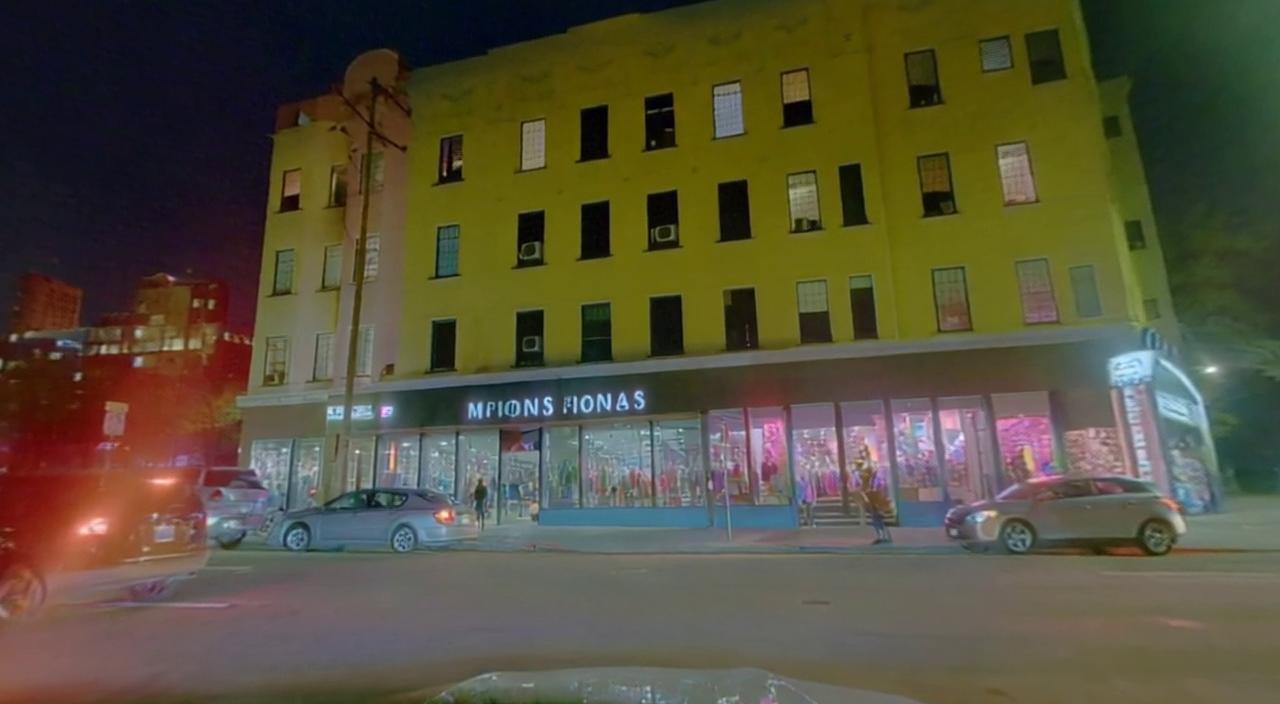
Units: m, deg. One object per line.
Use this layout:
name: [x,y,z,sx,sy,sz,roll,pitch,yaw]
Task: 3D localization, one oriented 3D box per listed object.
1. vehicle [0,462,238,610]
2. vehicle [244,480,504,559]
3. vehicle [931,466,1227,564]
vehicle: [-7.797,2.161,7.993,4.330,1.458,1.932,-2,-8,11]
vehicle: [-5.596,3.541,13.633,4.830,1.421,1.826,-1,-8,7]
vehicle: [8.528,3.192,12.669,4.410,1.687,1.834,-1,-8,5]
